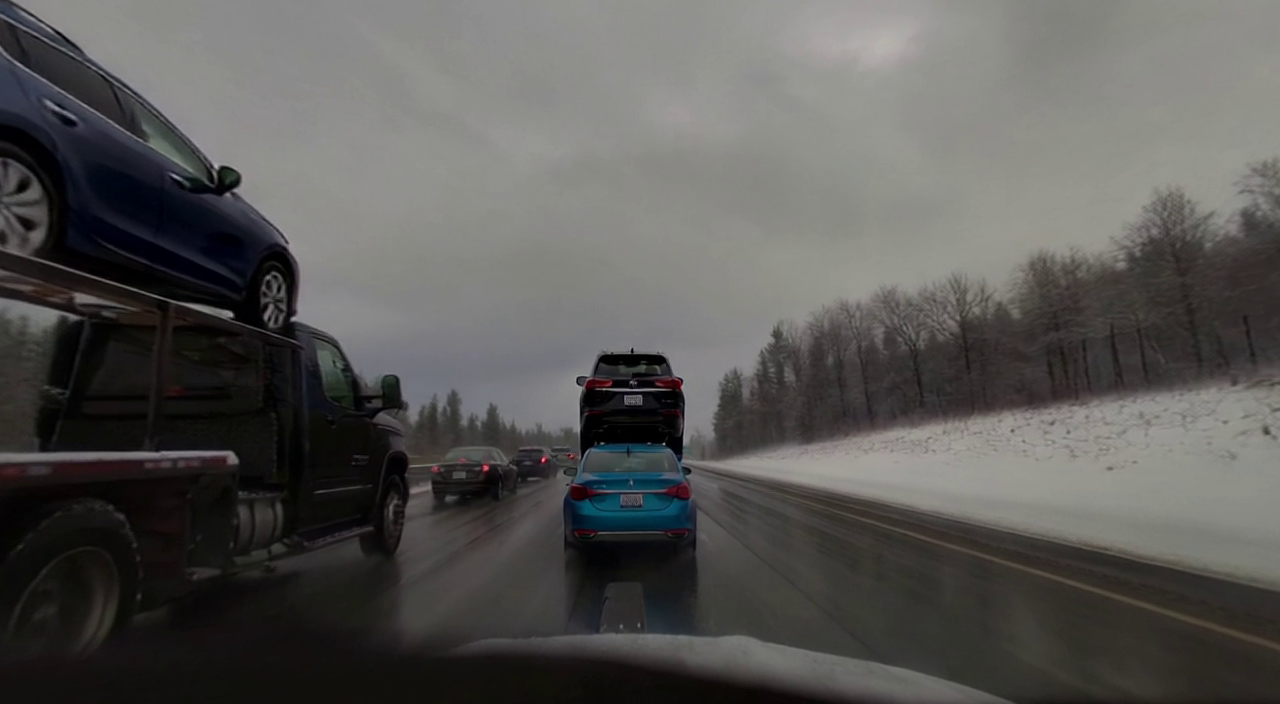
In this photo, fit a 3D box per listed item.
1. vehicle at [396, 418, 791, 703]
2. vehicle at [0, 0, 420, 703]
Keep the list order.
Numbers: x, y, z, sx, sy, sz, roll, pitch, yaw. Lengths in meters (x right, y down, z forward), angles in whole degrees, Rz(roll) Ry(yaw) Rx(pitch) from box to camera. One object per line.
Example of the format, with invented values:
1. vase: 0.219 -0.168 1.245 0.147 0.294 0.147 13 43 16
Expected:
1. vehicle: -0.273 1.363 4.961 1.991 1.507 3.391 0 -9 -1
2. vehicle: -4.584 0.348 5.822 2.963 3.836 6.016 0 -9 -1
